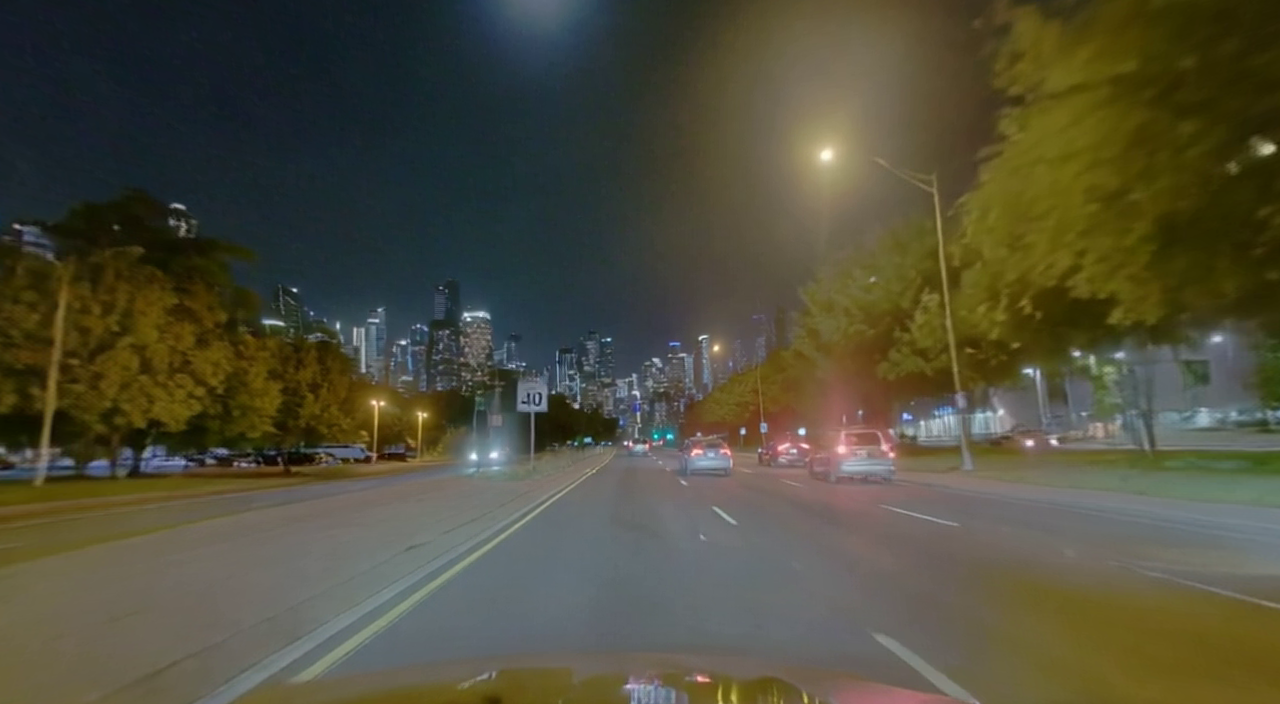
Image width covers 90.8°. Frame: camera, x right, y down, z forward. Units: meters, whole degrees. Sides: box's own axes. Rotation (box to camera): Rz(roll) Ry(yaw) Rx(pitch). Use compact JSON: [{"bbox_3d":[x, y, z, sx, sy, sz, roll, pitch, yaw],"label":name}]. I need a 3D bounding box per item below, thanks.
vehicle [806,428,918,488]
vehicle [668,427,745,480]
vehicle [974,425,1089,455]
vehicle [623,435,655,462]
[{"bbox_3d":[6.992,3.381,20.420,2.025,1.719,4.161,0,-8,-1],"label":"vehicle"},{"bbox_3d":[2.377,3.795,23.907,2.227,1.794,4.457,0,-8,-3],"label":"vehicle"},{"bbox_3d":[20.625,4.665,33.473,4.608,1.533,2.193,0,-8,0],"label":"vehicle"},{"bbox_3d":[-0.060,6.577,43.079,2.132,1.693,3.819,0,-8,0],"label":"vehicle"}]
